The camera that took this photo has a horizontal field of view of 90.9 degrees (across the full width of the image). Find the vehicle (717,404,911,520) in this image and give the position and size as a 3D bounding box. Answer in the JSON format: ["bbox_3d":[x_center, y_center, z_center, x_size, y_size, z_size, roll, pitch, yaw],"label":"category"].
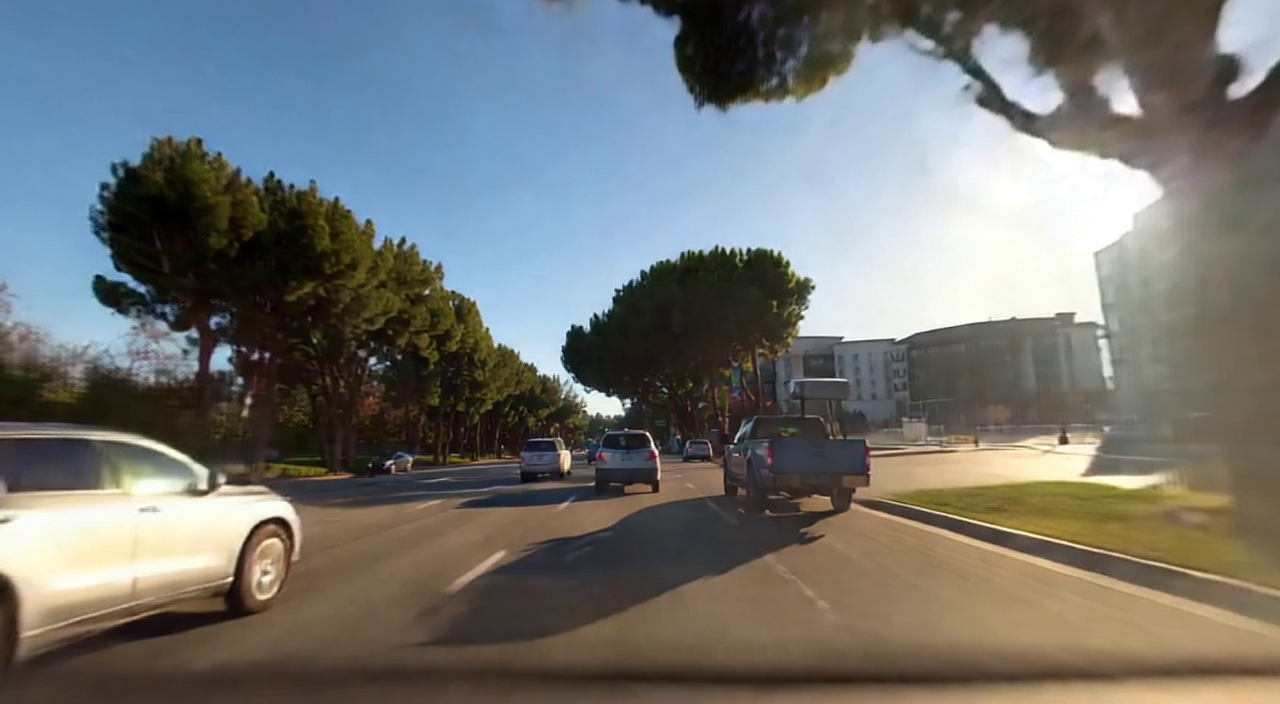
[{"bbox_3d":[3.471,2.417,14.314,2.655,2.054,6.098,0,-9,0],"label":"vehicle"}]

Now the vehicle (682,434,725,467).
[{"bbox_3d":[3.907,6.199,39.718,2.183,1.948,4.633,0,-9,-1],"label":"vehicle"}]

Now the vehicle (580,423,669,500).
[{"bbox_3d":[-0.307,2.857,16.725,2.075,1.770,4.018,0,-9,1],"label":"vehicle"}]

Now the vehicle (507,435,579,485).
[{"bbox_3d":[-3.400,3.861,22.830,1.894,1.642,3.861,0,-9,1],"label":"vehicle"}]

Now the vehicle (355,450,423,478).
[{"bbox_3d":[-14.534,6.484,36.802,2.001,1.441,4.488,-1,-9,1],"label":"vehicle"}]

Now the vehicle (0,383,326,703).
[{"bbox_3d":[-3.936,1.039,3.446,1.959,1.614,4.676,0,-9,1],"label":"vehicle"}]
